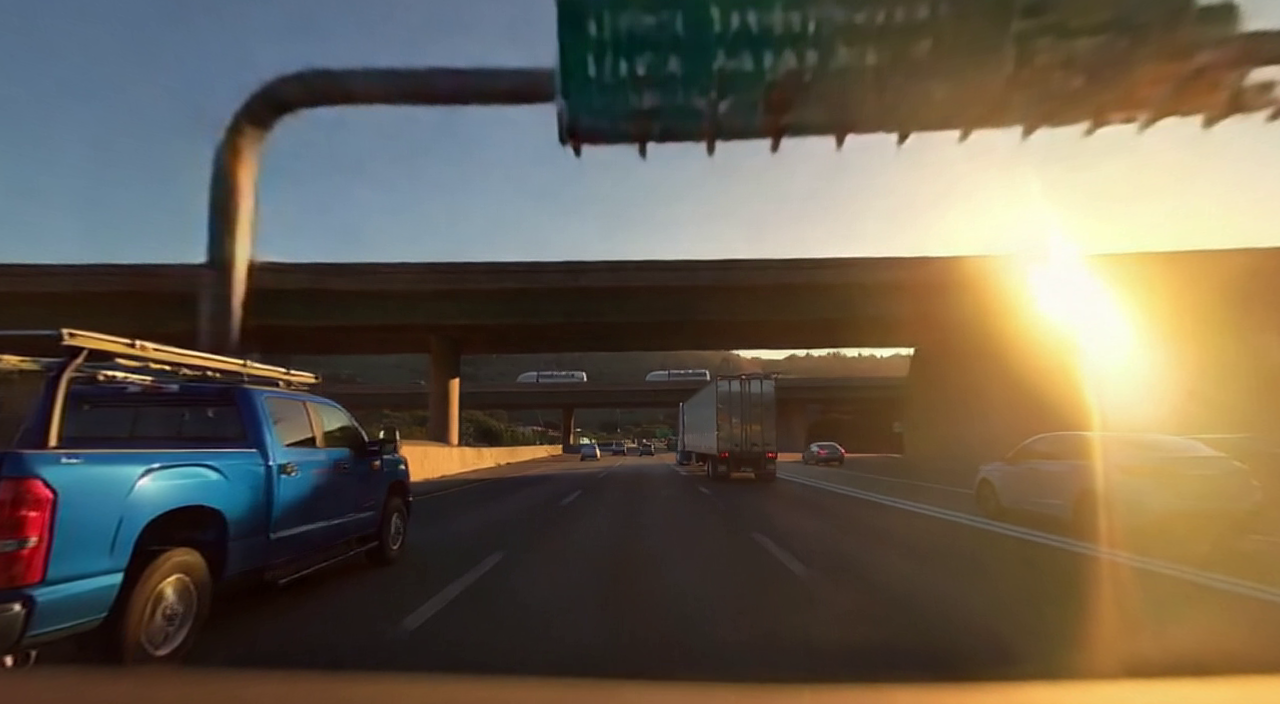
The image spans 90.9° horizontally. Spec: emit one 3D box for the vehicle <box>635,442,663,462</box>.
[{"bbox_3d":[0.672,7.699,48.436,2.092,1.446,4.092,0,-8,0],"label":"vehicle"}]

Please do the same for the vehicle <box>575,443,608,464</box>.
[{"bbox_3d":[-3.523,7.470,46.674,2.077,1.446,4.106,0,-8,0],"label":"vehicle"}]

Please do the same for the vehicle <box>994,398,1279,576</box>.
[{"bbox_3d":[7.084,1.630,8.405,1.999,1.700,4.640,0,-8,0],"label":"vehicle"}]

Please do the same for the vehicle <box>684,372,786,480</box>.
[{"bbox_3d":[3.999,3.709,30.066,2.885,4.036,12.891,0,-8,0],"label":"vehicle"}]

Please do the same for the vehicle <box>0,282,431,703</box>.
[{"bbox_3d":[-3.939,1.067,4.709,2.599,2.054,6.288,0,-8,0],"label":"vehicle"}]
